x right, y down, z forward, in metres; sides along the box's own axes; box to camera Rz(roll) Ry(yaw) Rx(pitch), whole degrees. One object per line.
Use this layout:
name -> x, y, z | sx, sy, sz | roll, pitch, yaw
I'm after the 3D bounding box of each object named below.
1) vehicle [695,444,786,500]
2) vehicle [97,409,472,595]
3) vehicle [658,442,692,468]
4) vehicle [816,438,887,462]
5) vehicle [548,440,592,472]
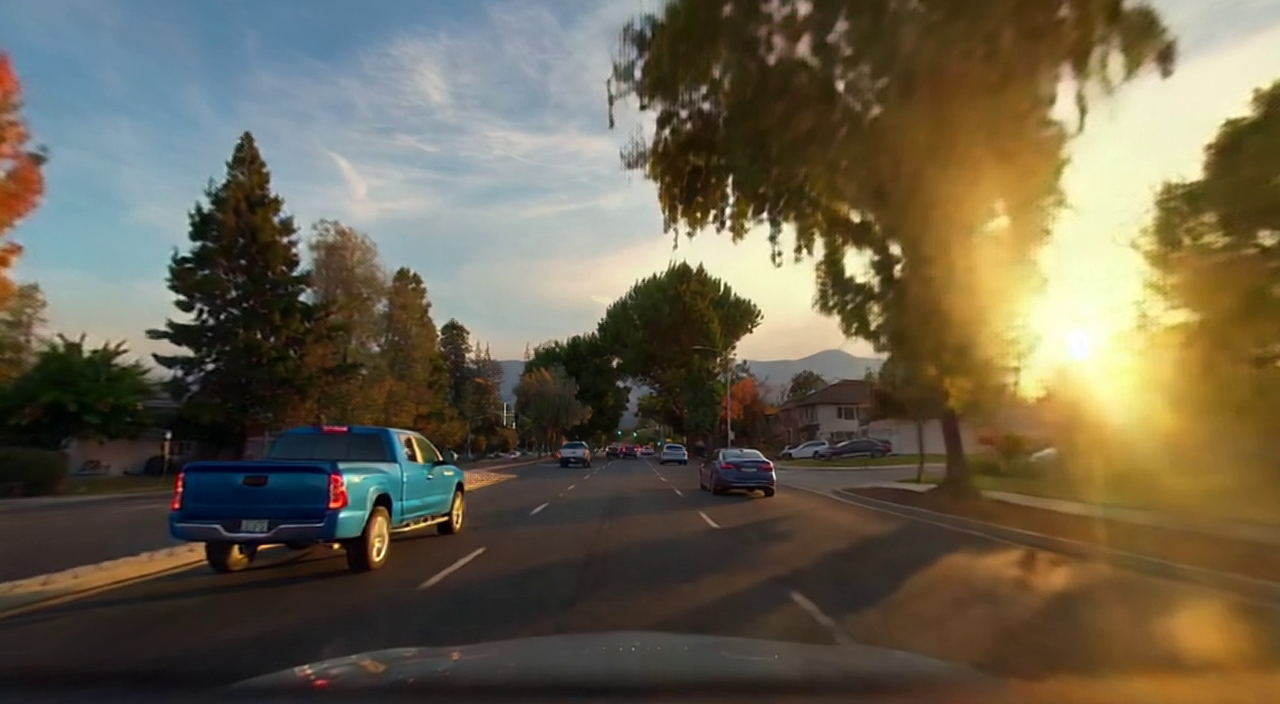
vehicle -> 2.850, 3.502, 18.907 | 1.884, 1.463, 4.195 | 0, -8, -2
vehicle -> -4.086, 1.812, 8.703 | 2.111, 1.745, 5.274 | 0, -8, 0
vehicle -> 2.597, 7.806, 48.205 | 2.099, 1.845, 4.363 | 0, -8, -3
vehicle -> 16.524, 7.675, 49.636 | 1.991, 1.806, 4.902 | 7, -11, -40
vehicle -> -4.303, 6.463, 39.501 | 2.218, 1.829, 4.492 | 0, -8, 0
